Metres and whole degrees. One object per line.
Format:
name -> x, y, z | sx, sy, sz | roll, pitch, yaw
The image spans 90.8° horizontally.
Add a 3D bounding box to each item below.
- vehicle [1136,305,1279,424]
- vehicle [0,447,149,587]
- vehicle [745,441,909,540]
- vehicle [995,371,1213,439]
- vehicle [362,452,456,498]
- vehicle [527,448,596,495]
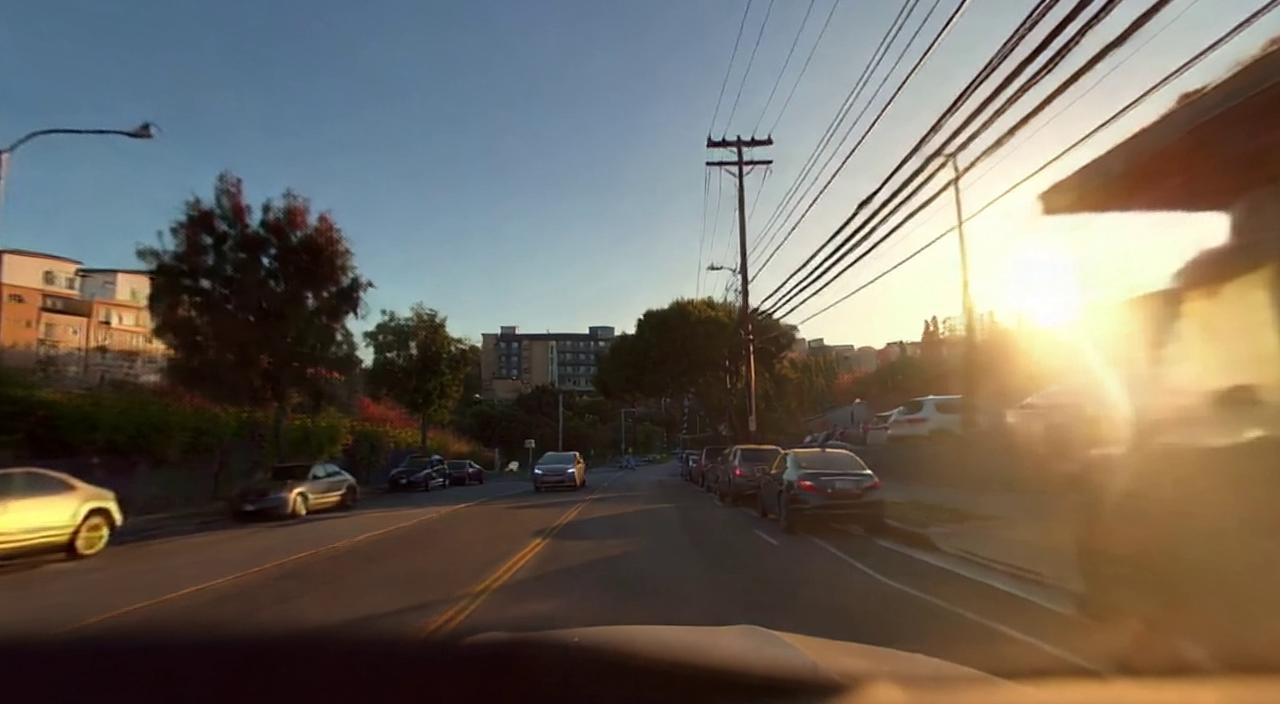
vehicle -> 11.421, 0.291, 10.268 | 4.959, 1.638, 2.089 | 0, -9, -2
vehicle -> -9.581, 2.164, 8.494 | 4.138, 1.732, 2.015 | 3, -10, -20
vehicle -> 3.509, 2.673, 12.857 | 1.936, 1.641, 4.434 | 0, -9, 0
vehicle -> 11.522, 1.391, 15.939 | 3.857, 1.457, 1.950 | -3, -7, 3
vehicle -> -11.295, 6.025, 31.404 | 2.322, 2.037, 5.030 | -1, -9, 6
vehicle -> -3.064, 4.781, 25.697 | 2.103, 1.721, 4.473 | 0, -9, 2
